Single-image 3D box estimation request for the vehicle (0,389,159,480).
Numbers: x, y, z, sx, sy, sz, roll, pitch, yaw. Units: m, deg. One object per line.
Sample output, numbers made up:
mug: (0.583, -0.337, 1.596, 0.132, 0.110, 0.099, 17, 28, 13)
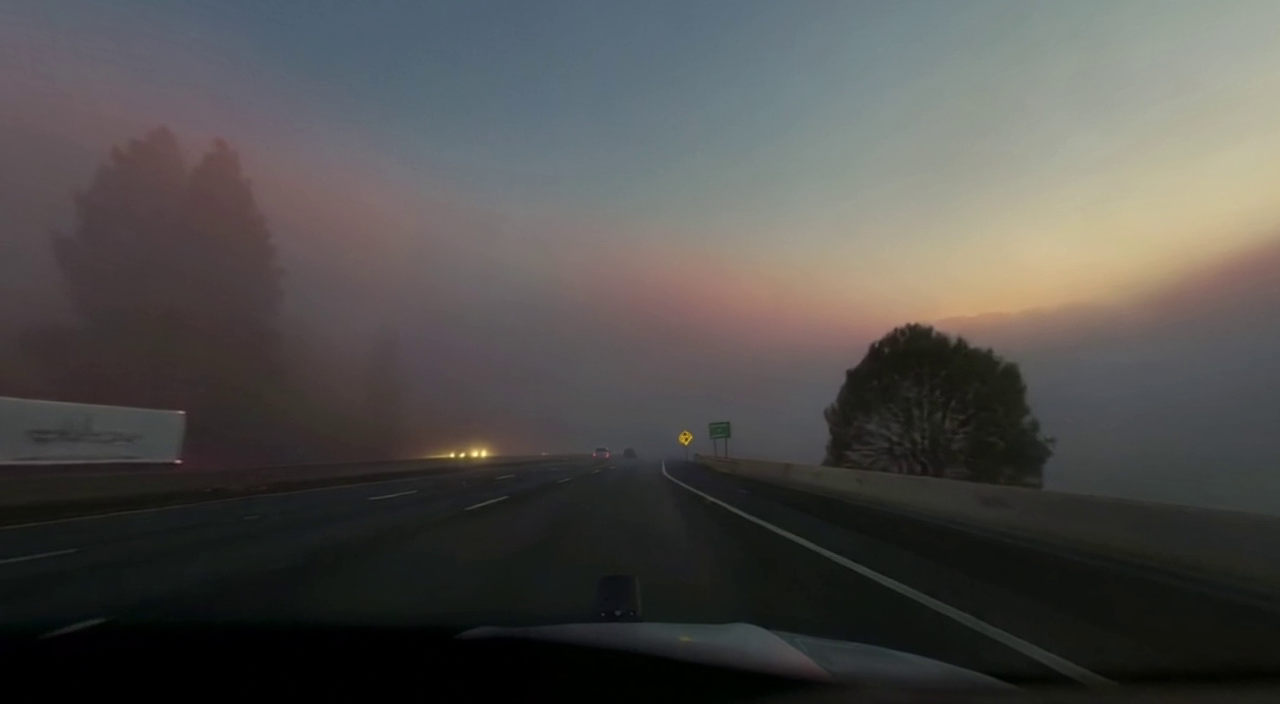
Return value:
vehicle: (-28.489, 3.763, 28.244, 2.799, 3.794, 13.269, -1, -9, 2)
